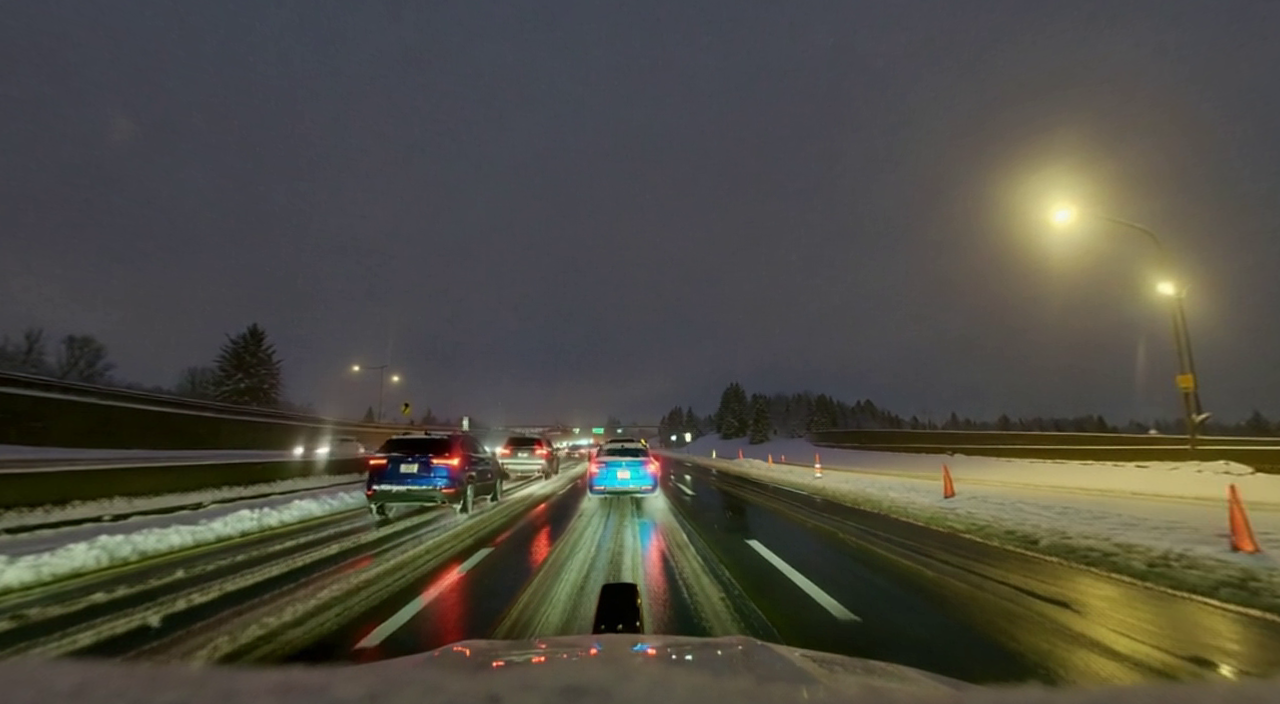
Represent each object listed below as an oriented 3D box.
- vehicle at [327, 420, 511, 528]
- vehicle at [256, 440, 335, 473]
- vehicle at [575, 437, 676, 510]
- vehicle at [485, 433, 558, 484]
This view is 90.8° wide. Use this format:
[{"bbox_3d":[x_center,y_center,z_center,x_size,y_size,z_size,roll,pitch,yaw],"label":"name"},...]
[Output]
[{"bbox_3d":[-3.950,2.251,12.155,2.025,1.708,4.089,0,-9,0],"label":"vehicle"},{"bbox_3d":[-18.798,5.680,34.685,1.936,1.710,4.301,0,-8,-1],"label":"vehicle"},{"bbox_3d":[-0.370,2.803,15.086,2.069,1.484,3.982,0,-9,-2],"label":"vehicle"},{"bbox_3d":[-4.314,3.947,23.640,1.982,1.727,4.057,0,-9,-1],"label":"vehicle"}]
